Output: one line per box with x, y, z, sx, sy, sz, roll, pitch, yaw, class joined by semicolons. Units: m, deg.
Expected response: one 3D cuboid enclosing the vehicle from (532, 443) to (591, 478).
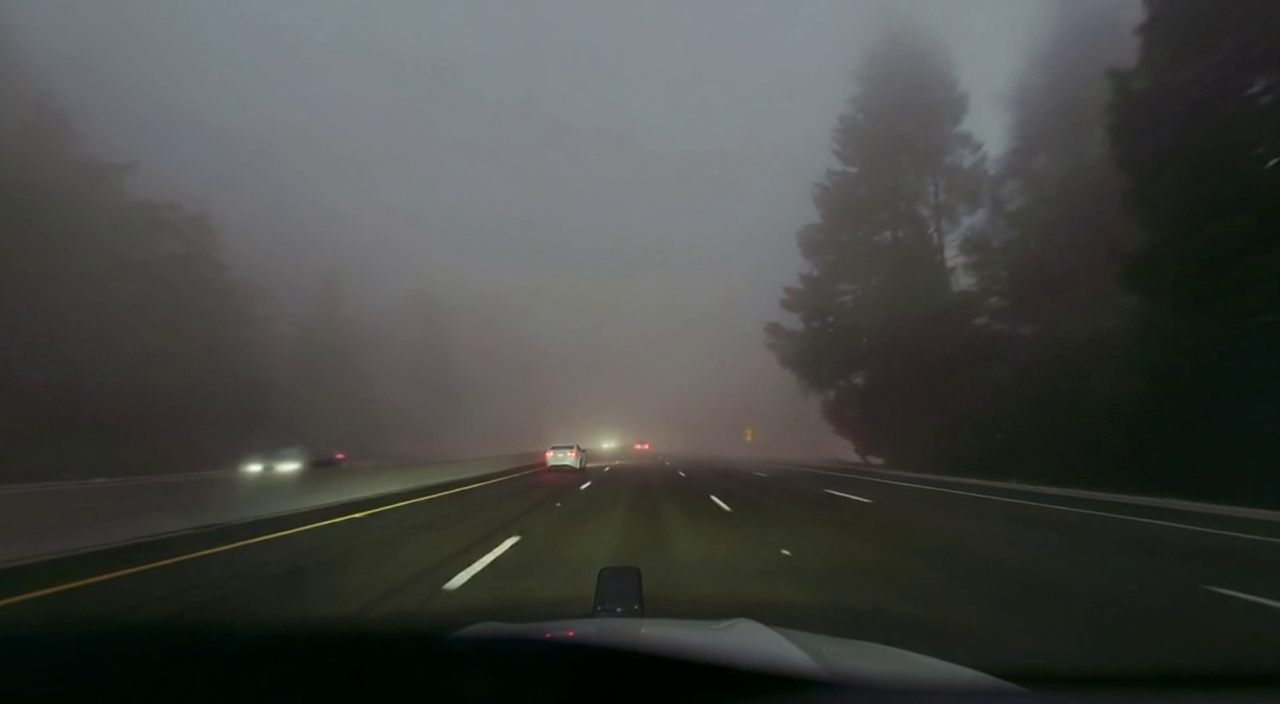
-3.599;5.081;29.789;2.162;1.493;4.583;0;-9;1;vehicle

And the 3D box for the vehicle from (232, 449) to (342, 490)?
-14.444;4.803;26.139;1.924;1.527;4.473;0;-9;1;vehicle
